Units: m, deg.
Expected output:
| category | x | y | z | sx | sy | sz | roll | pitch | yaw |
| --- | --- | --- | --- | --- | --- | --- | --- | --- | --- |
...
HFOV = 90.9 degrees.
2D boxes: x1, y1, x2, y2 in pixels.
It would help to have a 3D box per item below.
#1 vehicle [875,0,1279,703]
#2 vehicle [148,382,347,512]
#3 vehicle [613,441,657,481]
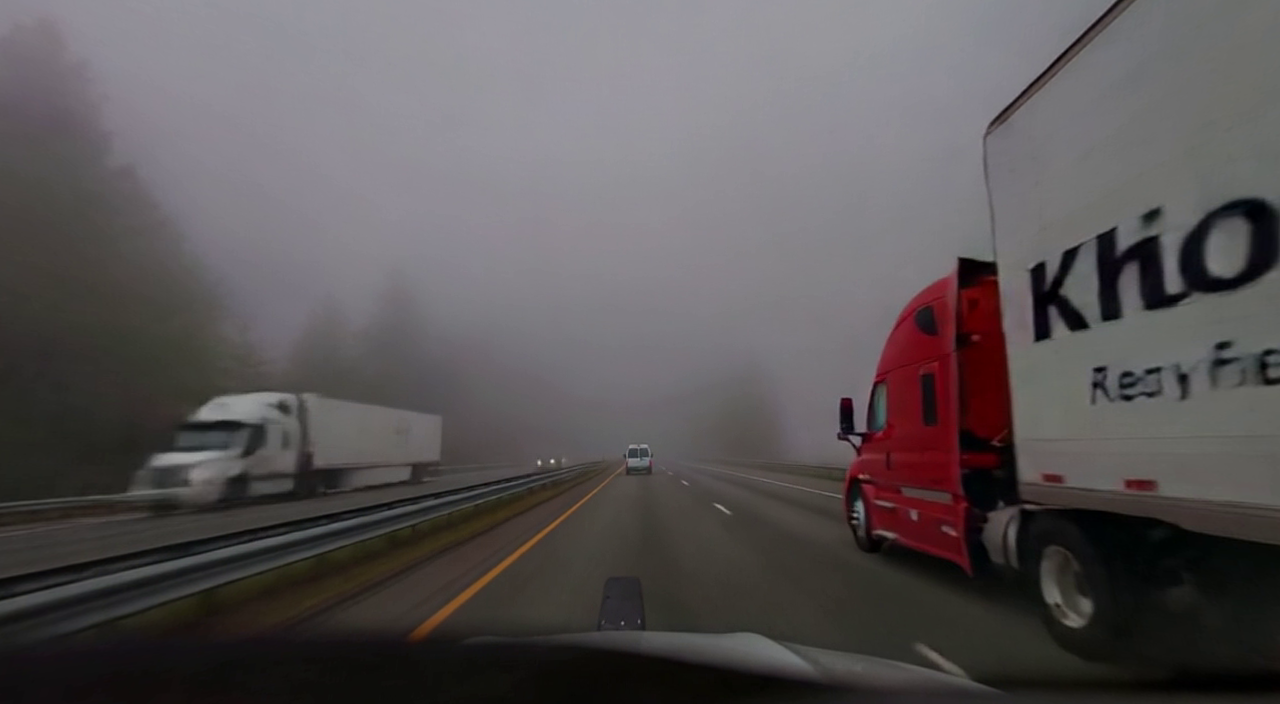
| category | x | y | z | sx | sy | sz | roll | pitch | yaw |
| --- | --- | --- | --- | --- | --- | --- | --- | --- | --- |
| vehicle | 4.283 | -0.536 | 0.779 | 3.030 | 3.985 | 12.707 | 0 | -9 | 0 |
| vehicle | -13.444 | 3.360 | 22.392 | 3.008 | 3.963 | 5.909 | 0 | -9 | 0 |
| vehicle | -0.235 | 5.474 | 31.905 | 2.105 | 1.865 | 4.102 | 0 | -9 | 0 |
